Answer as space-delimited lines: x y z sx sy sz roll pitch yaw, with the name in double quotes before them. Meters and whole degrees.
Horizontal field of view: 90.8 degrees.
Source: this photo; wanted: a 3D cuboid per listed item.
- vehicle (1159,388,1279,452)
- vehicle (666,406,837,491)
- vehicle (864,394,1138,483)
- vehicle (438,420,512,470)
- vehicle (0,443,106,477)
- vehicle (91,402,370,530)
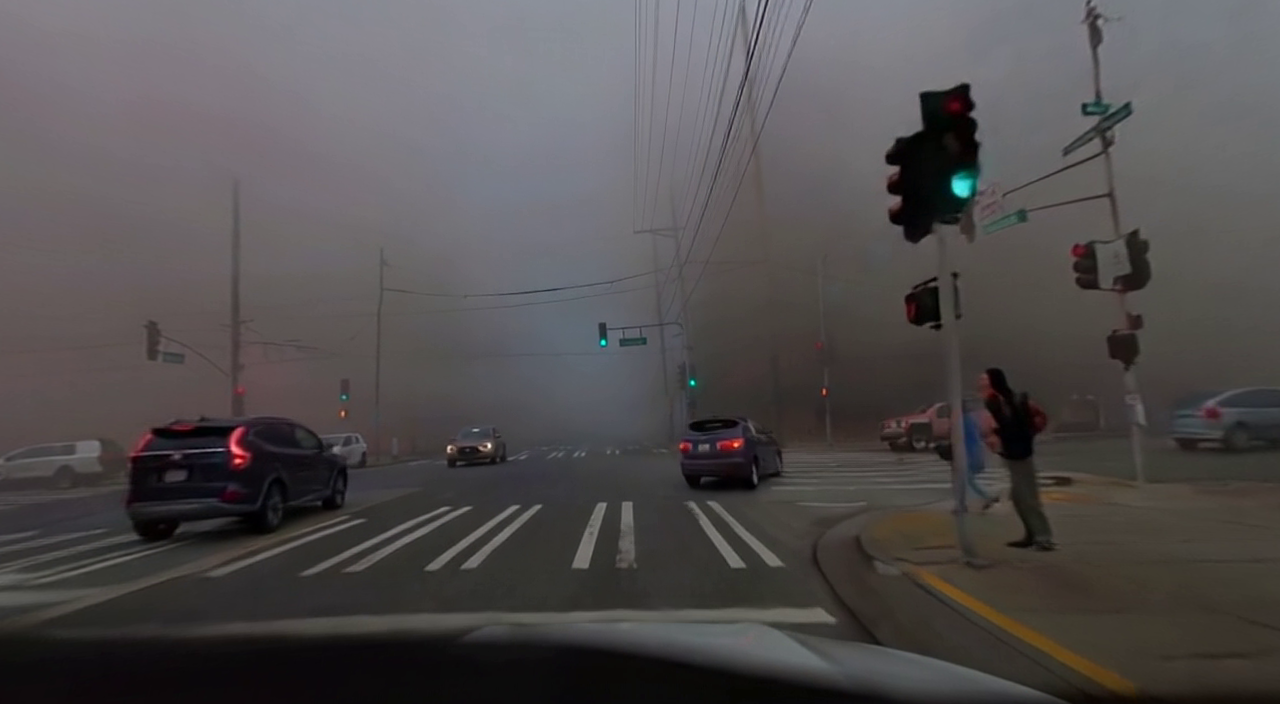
"vehicle" 18.884 2.030 19.228 4.478 1.749 2.161 -1 -7 -9
"vehicle" 2.552 1.955 13.616 2.059 1.497 4.260 -5 -7 33
"vehicle" 7.479 1.766 13.351 4.714 1.686 1.973 1 -6 -8
"vehicle" -5.513 3.034 20.999 2.097 1.457 4.439 2 -8 -16
"vehicle" -34.664 6.326 37.287 4.492 1.880 1.879 0 -7 -1
"vehicle" -6.573 1.848 10.896 2.063 1.751 4.229 0 -7 -2
